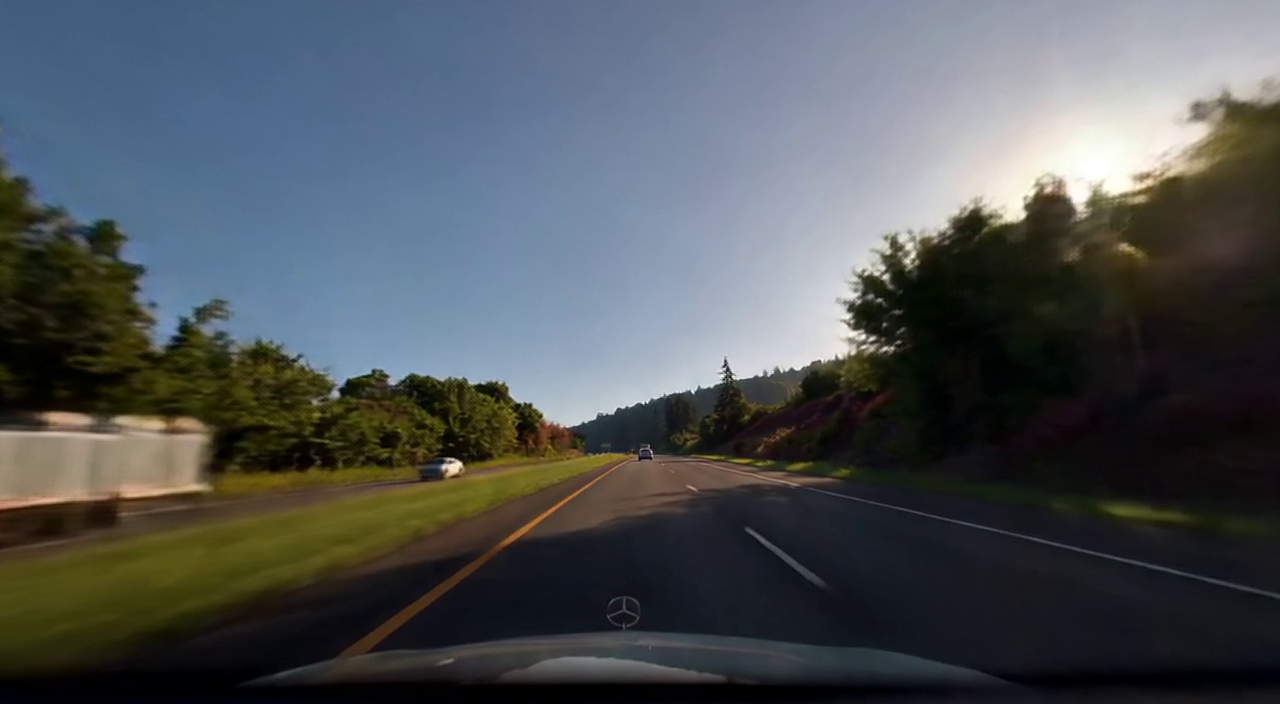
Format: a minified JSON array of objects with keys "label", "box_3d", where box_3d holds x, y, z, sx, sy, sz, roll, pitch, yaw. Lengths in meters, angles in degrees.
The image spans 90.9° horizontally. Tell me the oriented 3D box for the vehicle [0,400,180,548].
[{"label":"vehicle","box_3d":[-12.993,2.256,11.673,2.714,2.654,8.303,0,-9,0]}]
